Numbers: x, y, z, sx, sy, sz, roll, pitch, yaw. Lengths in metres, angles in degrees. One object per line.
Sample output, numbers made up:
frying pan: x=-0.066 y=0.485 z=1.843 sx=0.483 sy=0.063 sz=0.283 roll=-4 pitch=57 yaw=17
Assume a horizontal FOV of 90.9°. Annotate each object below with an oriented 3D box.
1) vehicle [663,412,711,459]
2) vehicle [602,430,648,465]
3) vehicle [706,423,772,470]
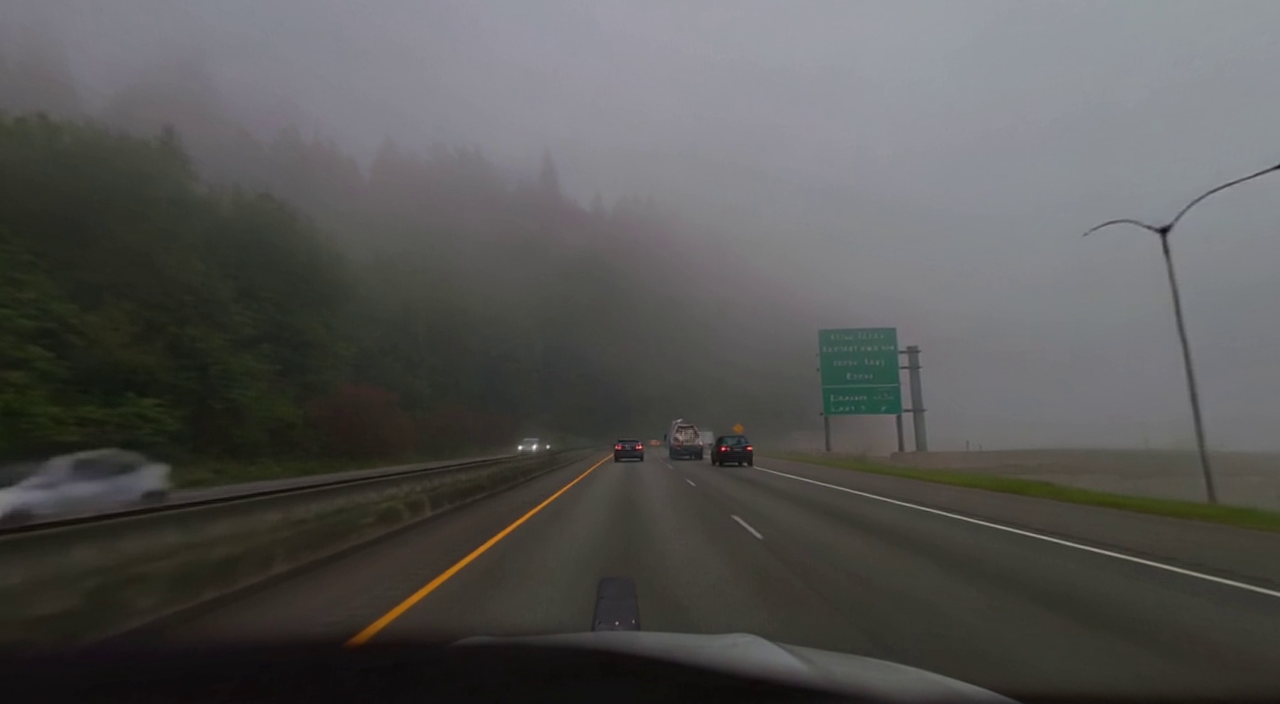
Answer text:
vehicle: x=3.166 y=5.904 z=44.673 sx=2.728 sy=3.053 sz=7.708 roll=0 pitch=-8 yaw=-1
vehicle: x=-0.771 y=4.879 z=32.490 sx=2.206 sy=1.681 sz=4.111 roll=0 pitch=-8 yaw=-1
vehicle: x=4.327 y=4.189 z=28.212 sx=2.073 sy=1.905 sz=4.023 roll=0 pitch=-8 yaw=-3
